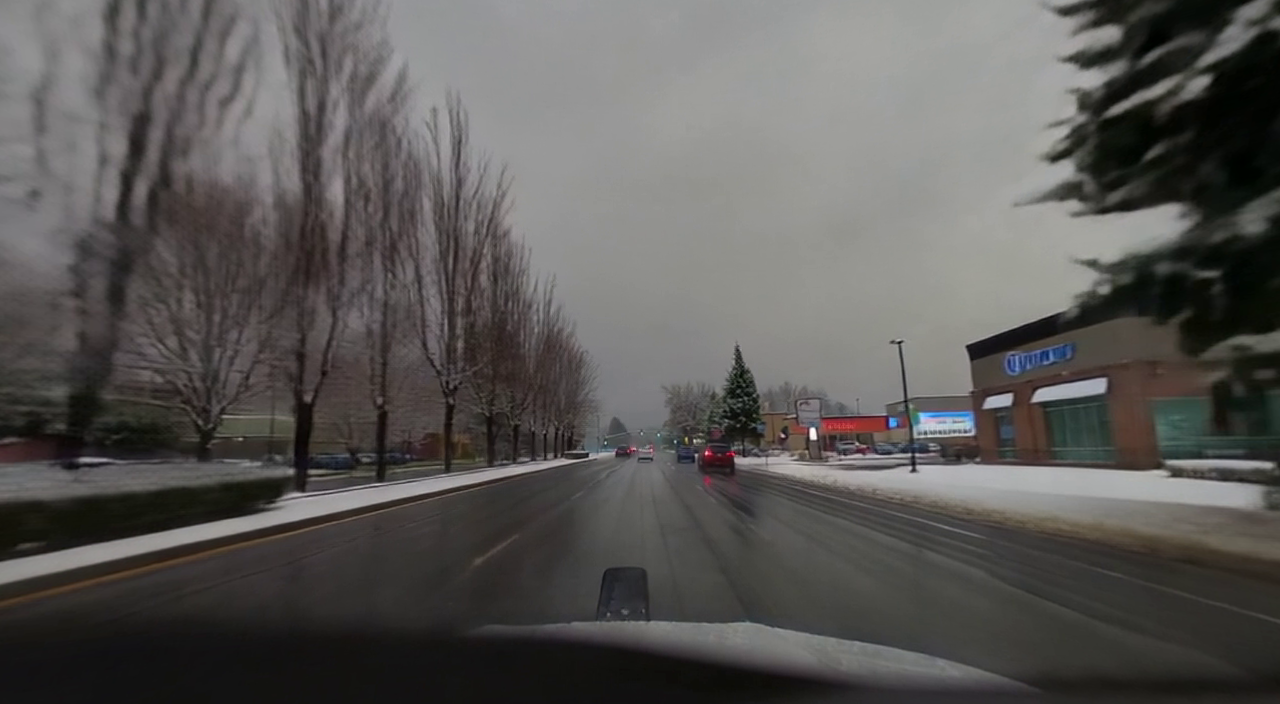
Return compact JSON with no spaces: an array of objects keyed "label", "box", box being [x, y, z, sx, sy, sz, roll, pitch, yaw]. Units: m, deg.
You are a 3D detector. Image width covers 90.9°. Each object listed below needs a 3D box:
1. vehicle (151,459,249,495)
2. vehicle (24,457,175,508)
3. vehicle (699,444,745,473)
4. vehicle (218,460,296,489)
[{"label":"vehicle","box":[-22.602,6.417,32.611,1.674,1.483,4.741,-4,-8,1]},{"label":"vehicle","box":[-22.414,5.381,26.499,1.939,1.780,5.057,-1,-9,-2]},{"label":"vehicle","box":[4.501,5.898,35.146,1.916,1.459,4.335,0,-9,-1]},{"label":"vehicle","box":[-22.584,7.228,37.398,1.841,1.510,4.389,-1,-9,0]}]
